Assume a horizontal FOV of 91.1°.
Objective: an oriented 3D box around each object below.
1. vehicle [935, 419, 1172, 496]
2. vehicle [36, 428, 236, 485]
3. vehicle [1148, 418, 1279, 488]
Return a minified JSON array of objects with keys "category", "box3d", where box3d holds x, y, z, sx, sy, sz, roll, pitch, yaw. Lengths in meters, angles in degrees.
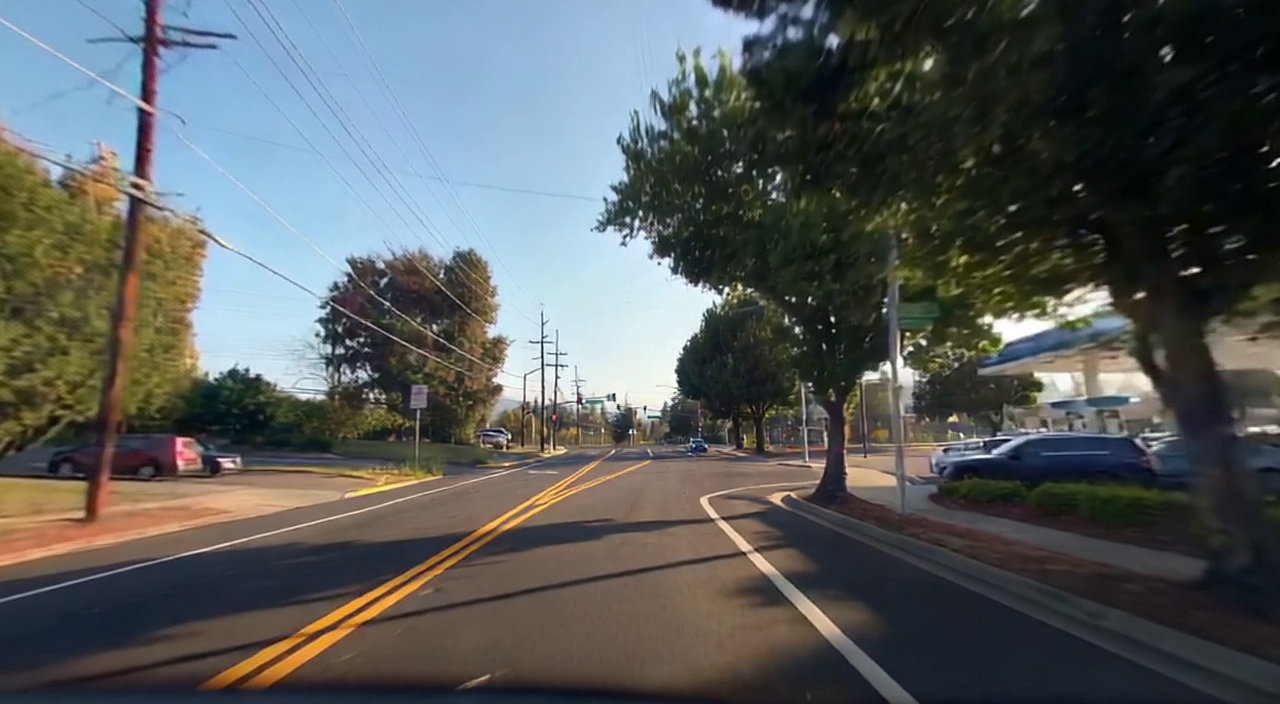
[{"category":"vehicle","box3d":[10.586,2.755,16.568,4.736,1.816,1.999,-3,-9,17]},{"category":"vehicle","box3d":[-15.258,3.202,19.469,2.009,1.526,4.730,-1,-9,5]},{"category":"vehicle","box3d":[16.192,2.619,16.335,4.102,1.683,1.879,-1,-9,4]}]
